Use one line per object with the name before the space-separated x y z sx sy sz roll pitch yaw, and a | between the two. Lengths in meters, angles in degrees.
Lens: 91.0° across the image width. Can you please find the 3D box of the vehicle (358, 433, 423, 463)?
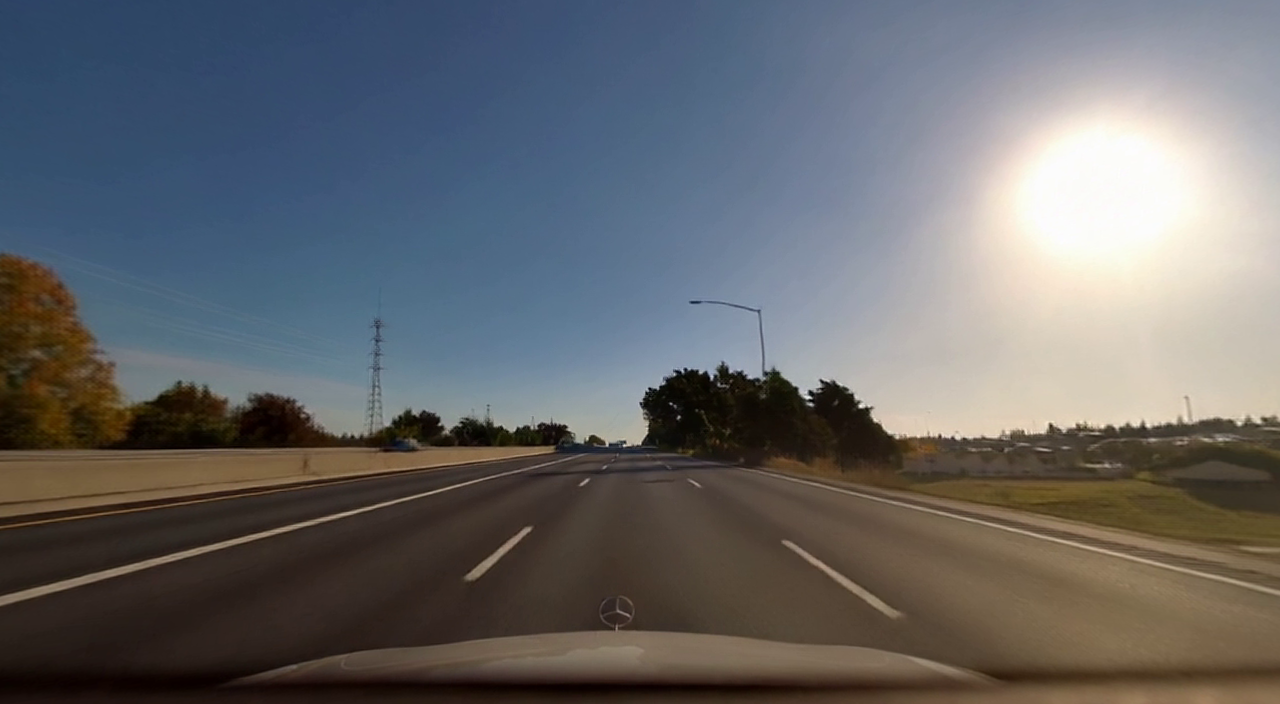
vehicle | -13.897 5.375 35.314 1.992 1.579 4.371 0 -8 -2
